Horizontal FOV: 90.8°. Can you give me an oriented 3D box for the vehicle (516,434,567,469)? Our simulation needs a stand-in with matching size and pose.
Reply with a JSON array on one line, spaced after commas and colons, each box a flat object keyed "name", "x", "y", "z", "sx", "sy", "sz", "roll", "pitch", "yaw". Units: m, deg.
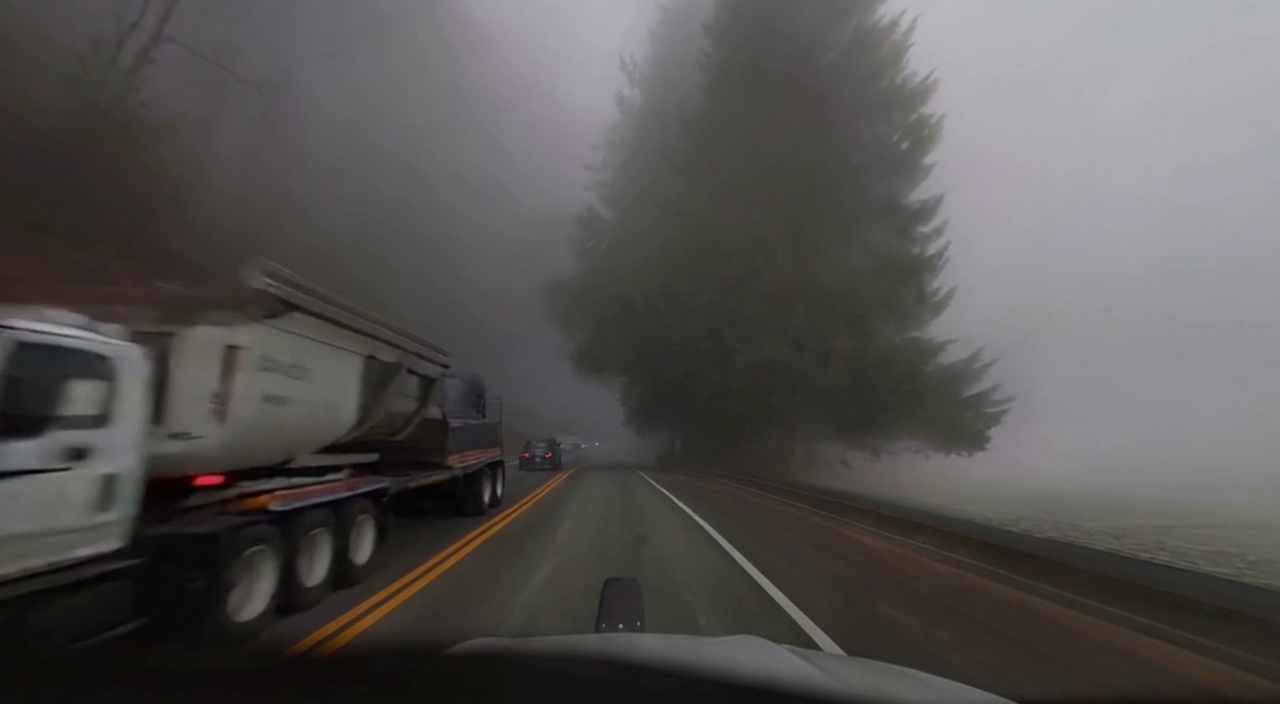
[{"name": "vehicle", "x": -5.165, "y": 5.313, "z": 33.825, "sx": 2.096, "sy": 1.705, "sz": 4.352, "roll": 0, "pitch": -8, "yaw": -1}]

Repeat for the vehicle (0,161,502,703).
[{"name": "vehicle", "x": -3.690, "y": 1.098, "z": 6.673, "sx": 2.939, "sy": 2.556, "sz": 8.664, "roll": 0, "pitch": -8, "yaw": -3}]
